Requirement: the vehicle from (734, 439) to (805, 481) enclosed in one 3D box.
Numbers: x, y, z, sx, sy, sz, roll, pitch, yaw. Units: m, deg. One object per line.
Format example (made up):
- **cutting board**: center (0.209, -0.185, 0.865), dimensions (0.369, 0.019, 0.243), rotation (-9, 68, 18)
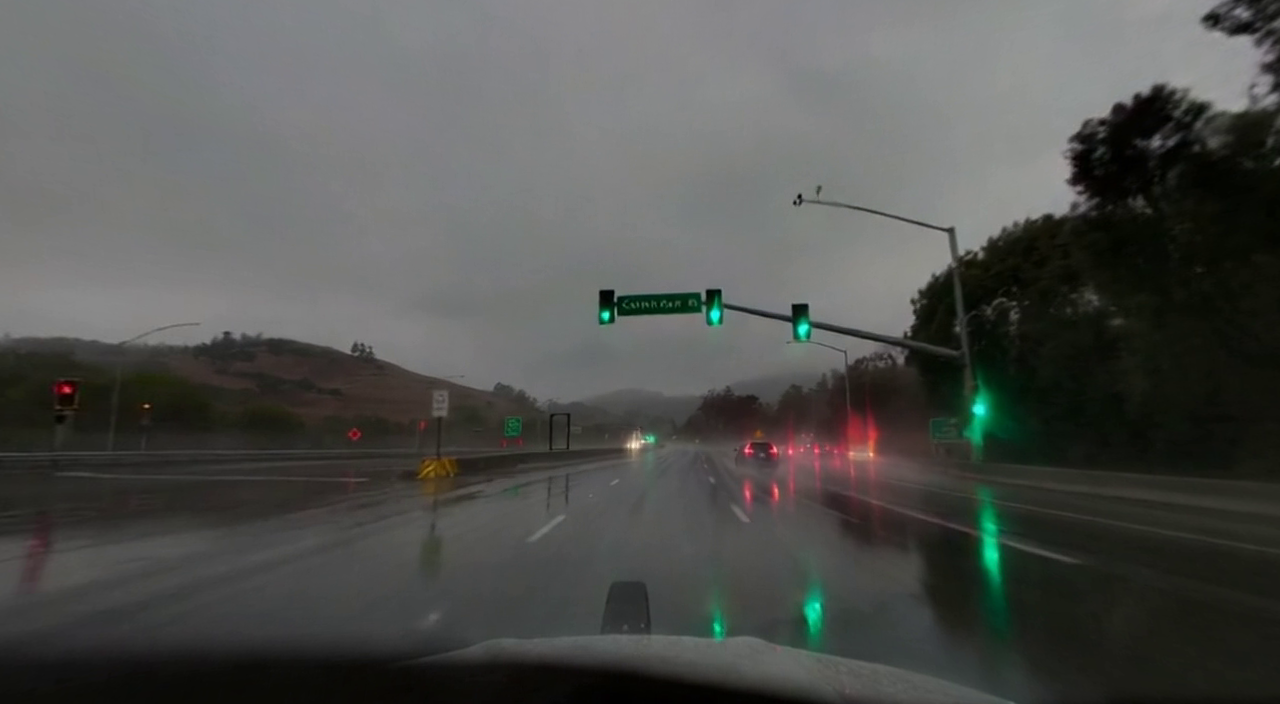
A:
- **vehicle**: center (4.896, 4.132, 24.388), dimensions (1.916, 1.469, 4.481), rotation (0, -8, 2)
